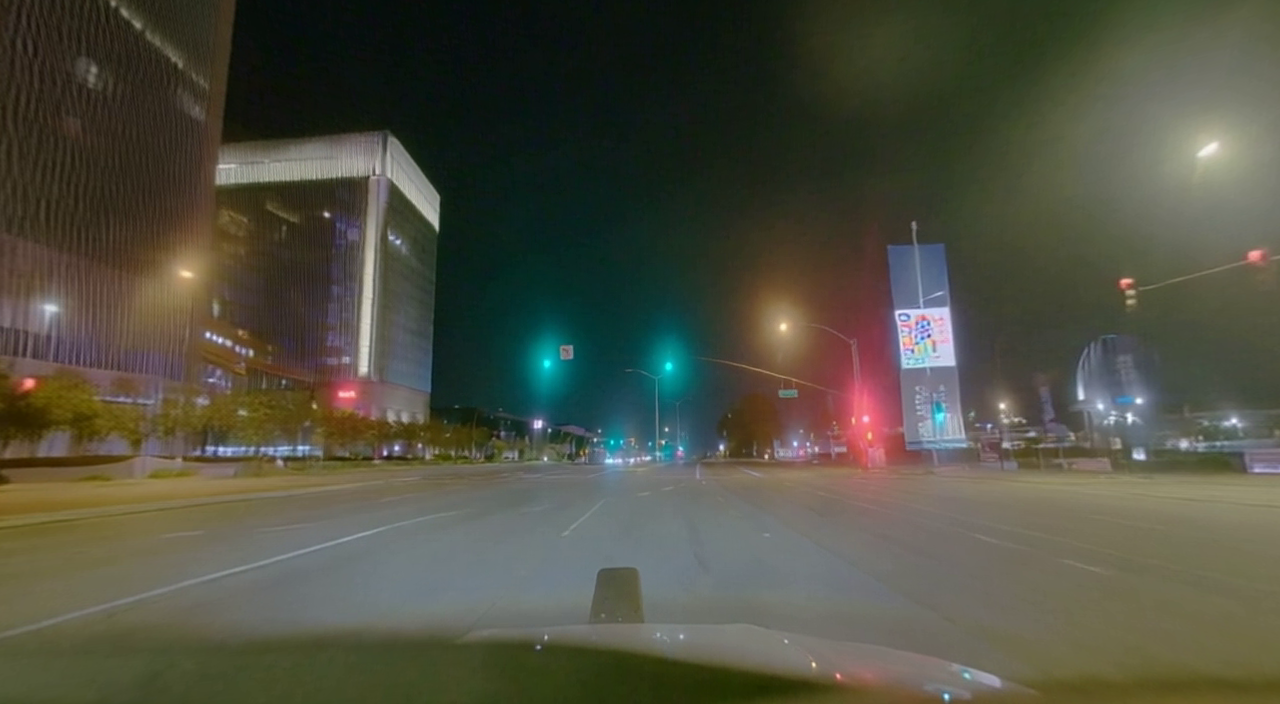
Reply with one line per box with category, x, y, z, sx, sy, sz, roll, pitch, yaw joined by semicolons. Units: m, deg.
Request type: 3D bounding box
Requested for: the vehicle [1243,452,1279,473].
vehicle;45.058;7.816;44.634;4.341;1.400;1.849;4;-10;-28
